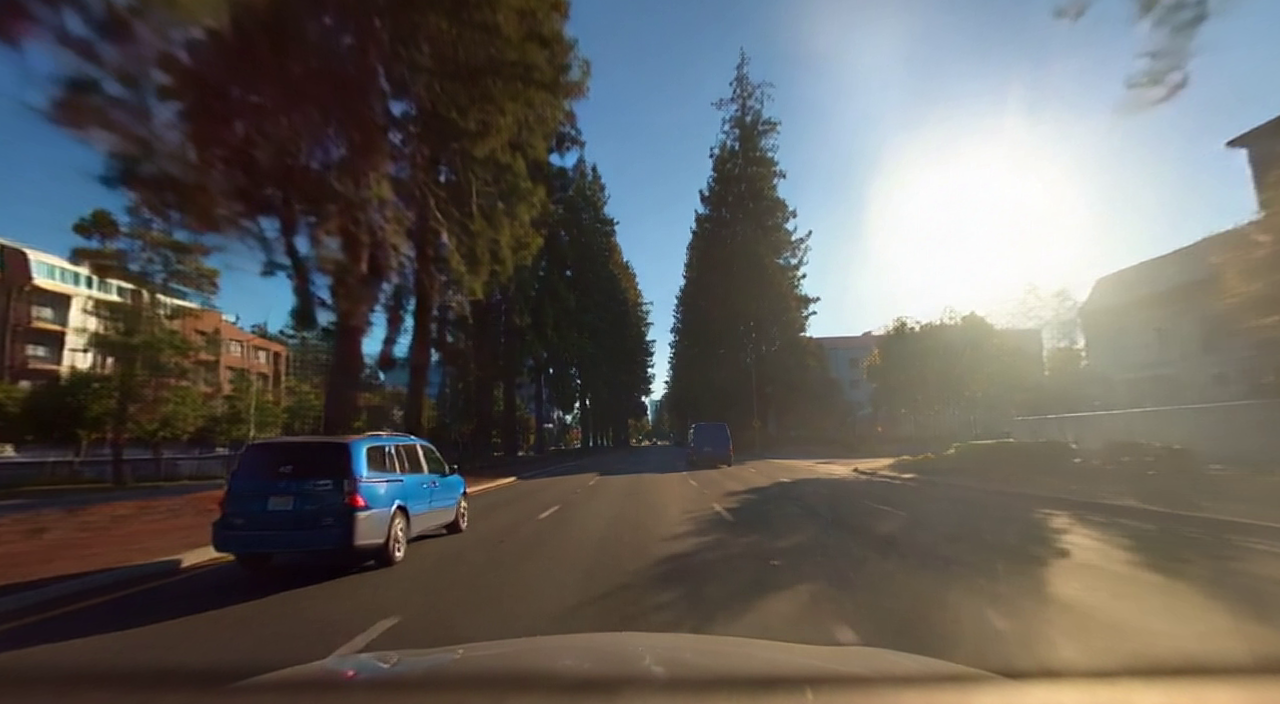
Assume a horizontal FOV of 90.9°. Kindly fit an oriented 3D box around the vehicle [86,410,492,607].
[{"bbox_3d":[-3.442,1.624,7.521,2.129,1.602,4.532,0,-8,2],"label":"vehicle"}]

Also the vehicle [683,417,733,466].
[{"bbox_3d":[3.908,5.333,37.442,2.349,2.671,5.744,0,-8,1],"label":"vehicle"}]
